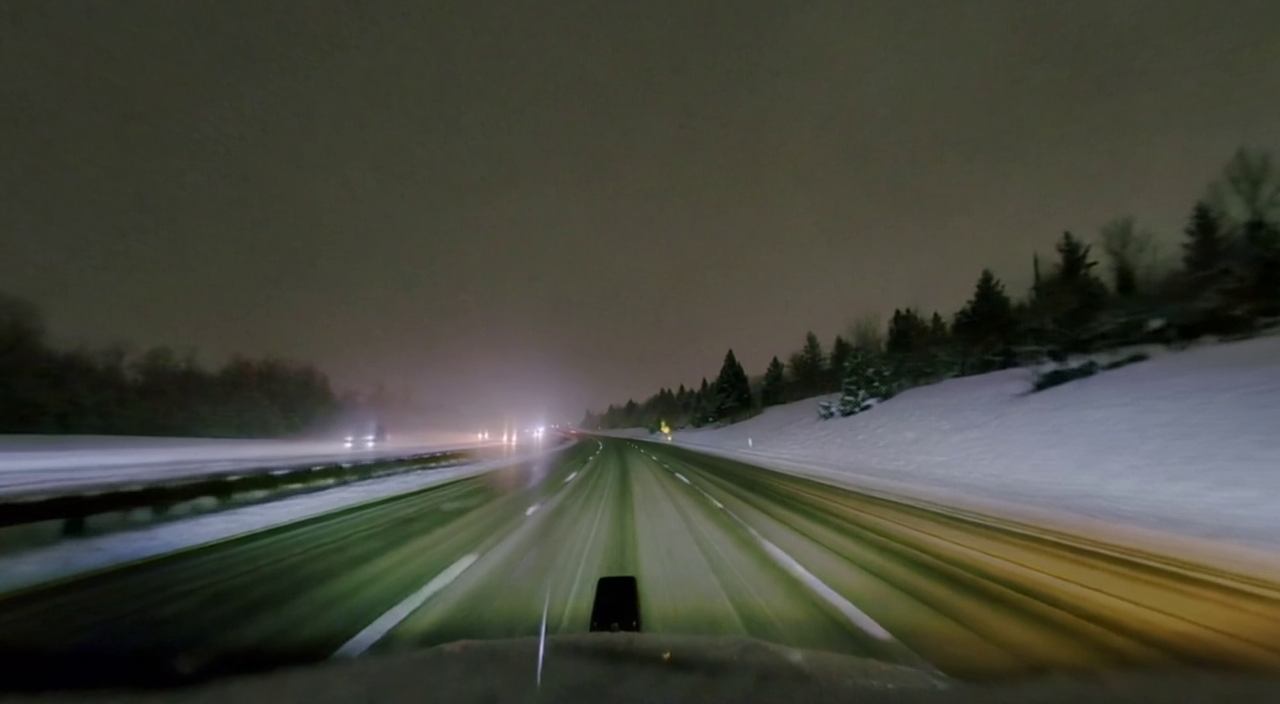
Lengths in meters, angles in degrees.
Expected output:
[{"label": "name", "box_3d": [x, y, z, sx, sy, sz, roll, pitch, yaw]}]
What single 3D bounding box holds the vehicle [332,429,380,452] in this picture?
[{"label": "vehicle", "box_3d": [-22.068, 6.865, 49.175, 1.898, 1.708, 4.298, 1, -8, -3]}]
